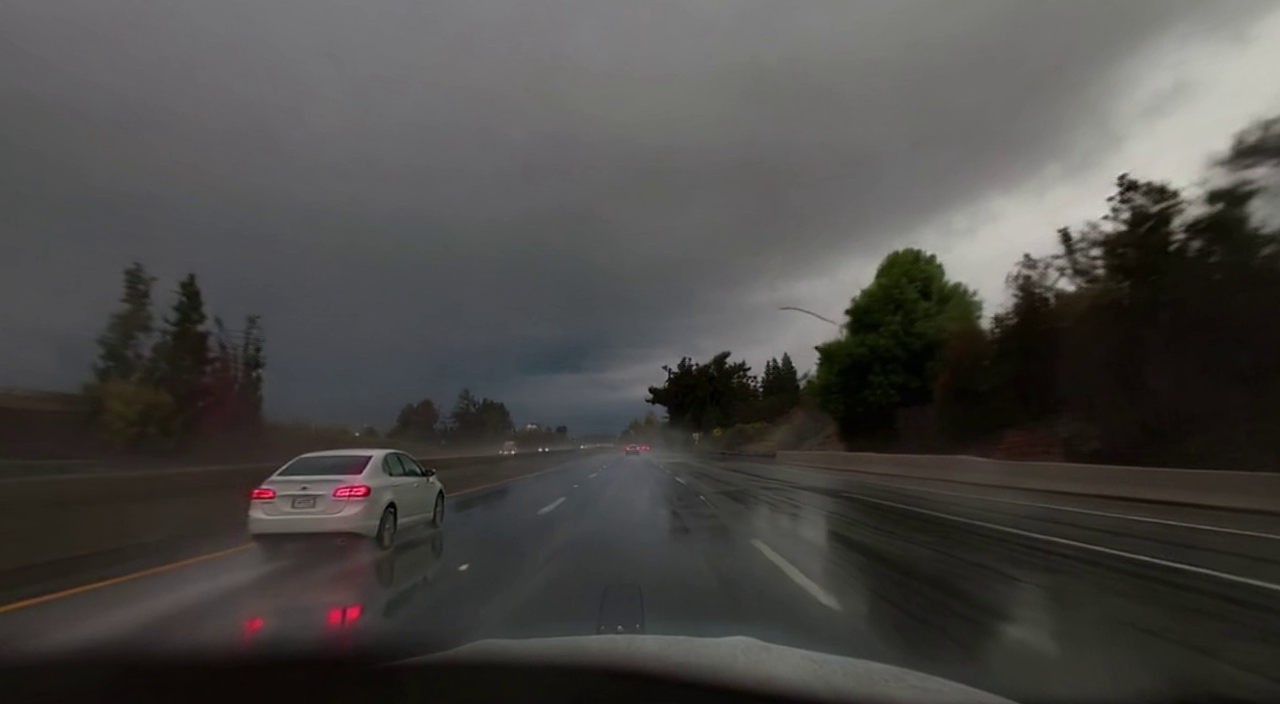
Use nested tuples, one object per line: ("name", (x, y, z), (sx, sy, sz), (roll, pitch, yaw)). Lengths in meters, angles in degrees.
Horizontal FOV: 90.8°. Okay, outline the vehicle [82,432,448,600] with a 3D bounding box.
("vehicle", (-4.166, 1.859, 8.109), (2.050, 1.547, 4.266), (0, -9, 0))
